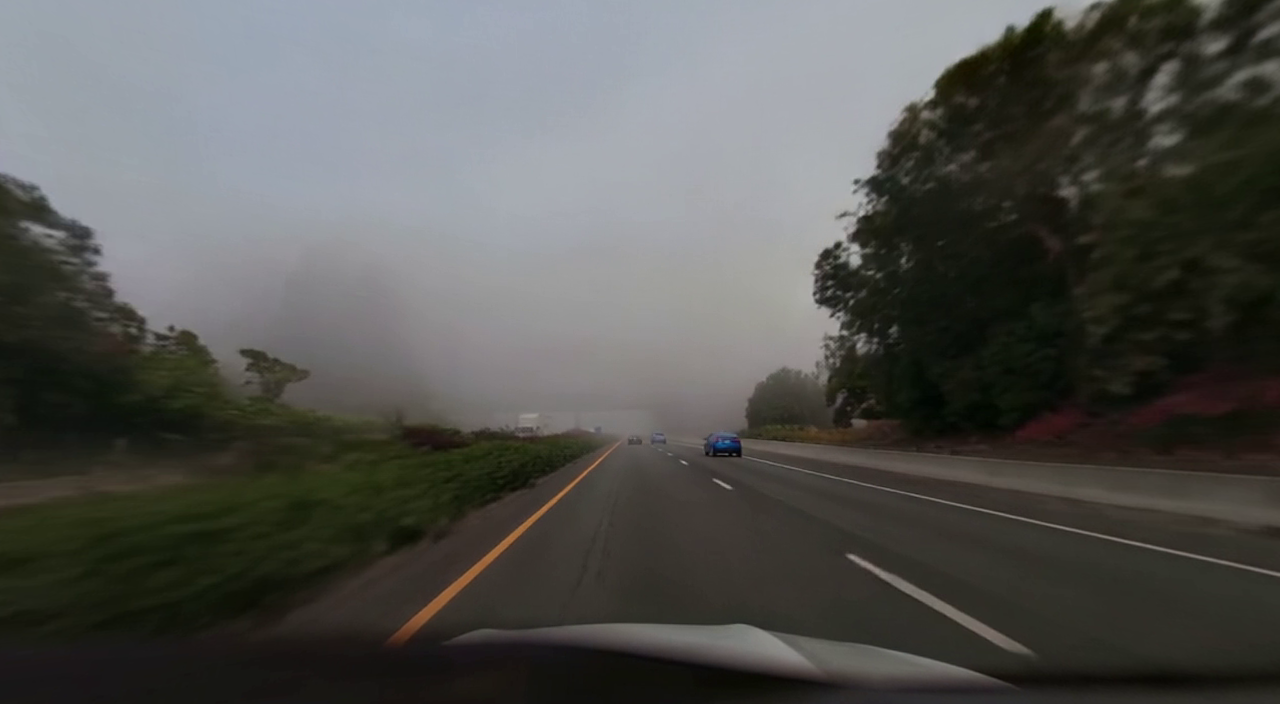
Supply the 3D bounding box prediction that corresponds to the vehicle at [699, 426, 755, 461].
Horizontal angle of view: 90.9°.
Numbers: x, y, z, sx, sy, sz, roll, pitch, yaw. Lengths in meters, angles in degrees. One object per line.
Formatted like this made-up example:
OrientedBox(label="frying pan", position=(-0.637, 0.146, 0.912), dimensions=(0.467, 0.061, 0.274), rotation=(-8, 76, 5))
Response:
OrientedBox(label="vehicle", position=(4.334, 4.632, 31.985), dimensions=(2.073, 1.651, 4.065), rotation=(0, -8, -2))
